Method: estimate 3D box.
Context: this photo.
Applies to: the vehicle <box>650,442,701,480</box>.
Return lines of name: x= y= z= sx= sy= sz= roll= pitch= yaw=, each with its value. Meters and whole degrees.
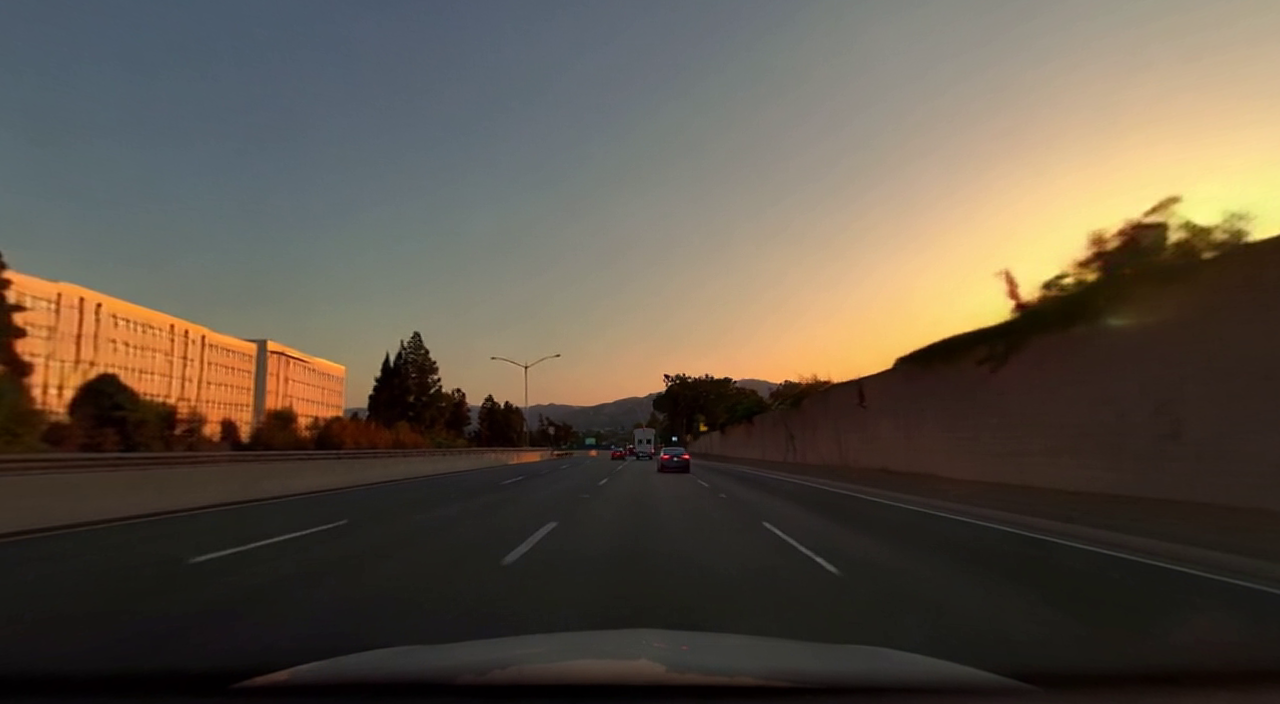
vehicle: x=1.512 y=4.894 z=28.494 sx=1.973 sy=1.536 sz=4.337 roll=0 pitch=-9 yaw=-1
